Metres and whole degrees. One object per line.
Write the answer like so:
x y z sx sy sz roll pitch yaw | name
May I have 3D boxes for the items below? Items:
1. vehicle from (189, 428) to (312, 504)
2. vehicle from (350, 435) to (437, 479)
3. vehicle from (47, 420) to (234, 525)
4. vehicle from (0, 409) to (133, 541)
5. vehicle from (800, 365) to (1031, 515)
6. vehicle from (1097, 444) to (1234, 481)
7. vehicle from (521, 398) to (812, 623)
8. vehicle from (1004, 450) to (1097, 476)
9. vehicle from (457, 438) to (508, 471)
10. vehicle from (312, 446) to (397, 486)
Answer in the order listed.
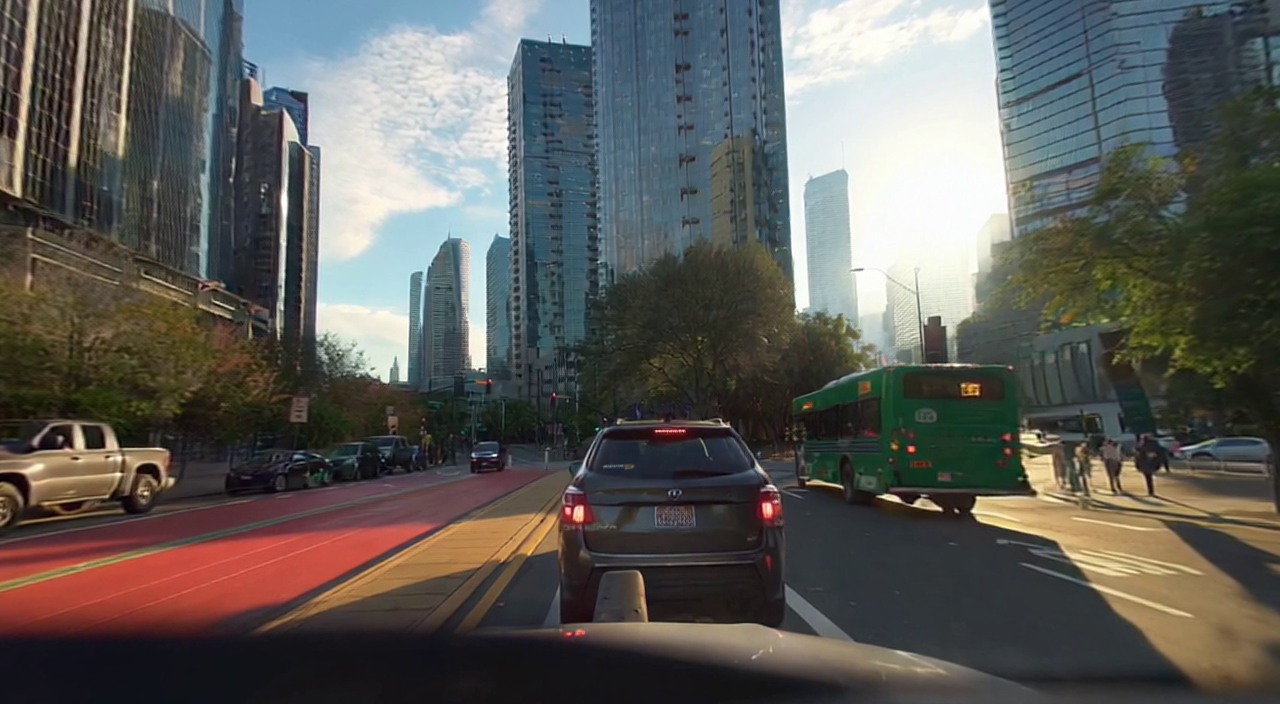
-11.175 3.267 18.418 1.559 1.973 3.419 1 -9 -5 | vehicle
-12.020 5.147 31.315 2.338 1.963 5.740 0 -9 -4 | vehicle
-10.805 2.583 13.999 1.482 2.019 3.297 0 -9 -4 | vehicle
-10.457 1.983 10.367 1.543 1.946 3.454 1 -9 -6 | vehicle
6.727 2.395 17.139 3.113 3.116 7.650 0 -8 3 | vehicle
30.884 6.505 37.462 5.890 1.996 2.155 -6 -10 34 | vehicle
0.235 1.509 6.939 2.192 1.695 4.142 0 -8 1 | vehicle
28.087 7.550 43.331 5.153 1.626 1.895 -6 -10 34 | vehicle
-9.126 5.981 37.017 2.198 1.779 4.926 1 -9 -7 | vehicle
-11.517 4.587 25.800 1.791 1.463 4.210 0 -9 -4 | vehicle
